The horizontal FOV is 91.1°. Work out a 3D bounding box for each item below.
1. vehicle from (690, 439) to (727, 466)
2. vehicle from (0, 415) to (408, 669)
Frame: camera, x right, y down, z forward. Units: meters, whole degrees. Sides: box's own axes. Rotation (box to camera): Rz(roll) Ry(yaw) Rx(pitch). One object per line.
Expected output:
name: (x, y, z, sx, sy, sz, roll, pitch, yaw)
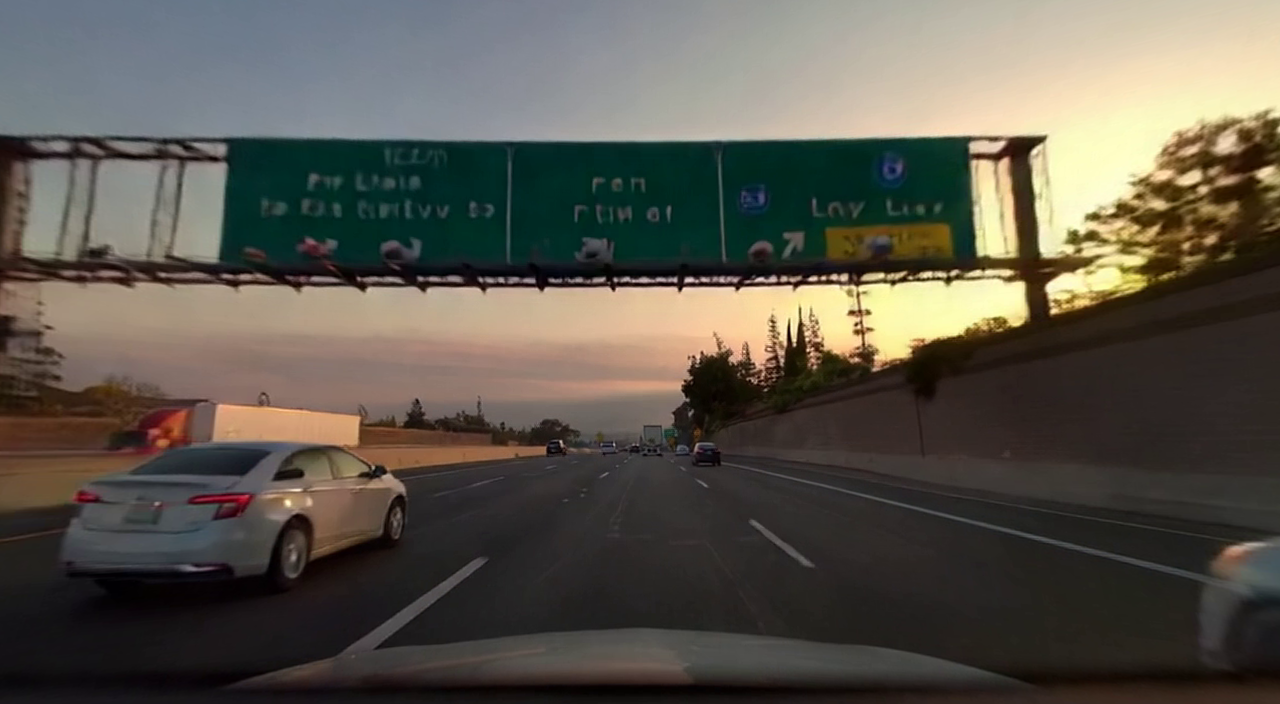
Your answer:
vehicle: (4.474, 6.631, 41.435, 2.046, 1.655, 4.143, 0, -8, 1)
vehicle: (-3.956, 1.425, 5.827, 1.947, 1.479, 4.114, 0, -8, 1)
